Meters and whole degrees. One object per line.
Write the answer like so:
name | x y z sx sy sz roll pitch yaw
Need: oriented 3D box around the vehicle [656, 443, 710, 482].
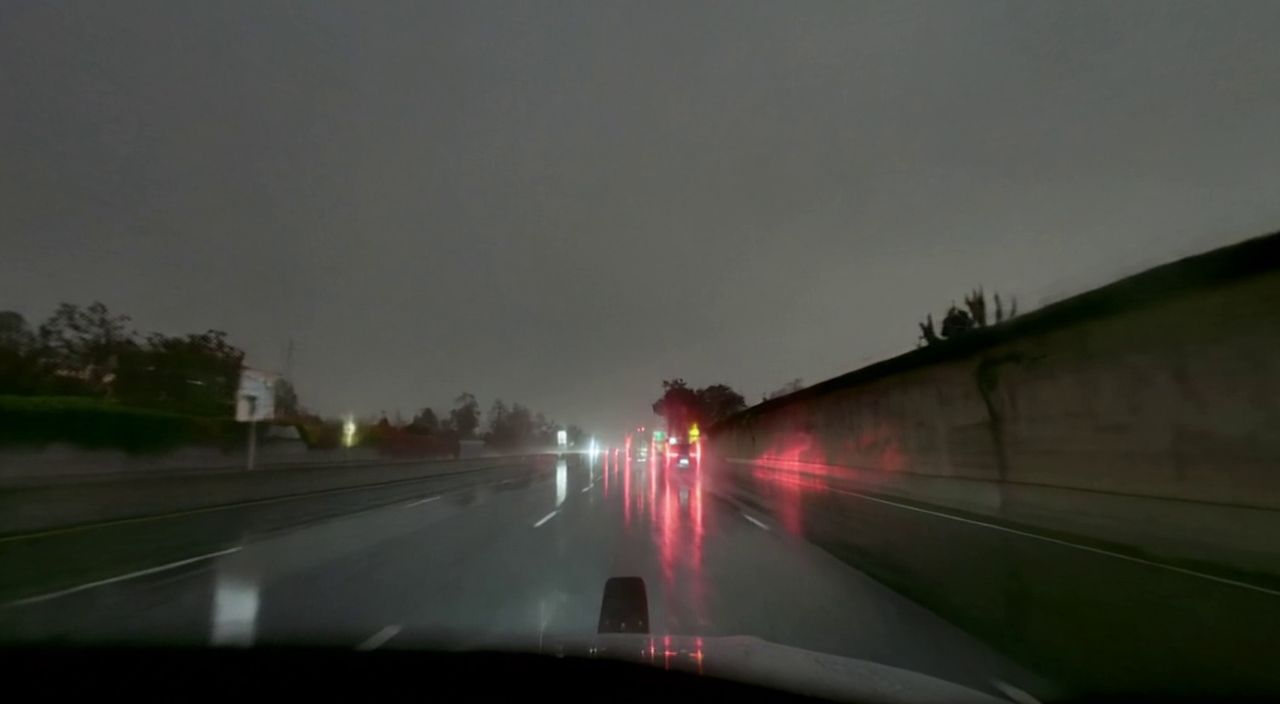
vehicle | 1.815 4.874 27.972 1.973 1.536 4.337 0 -9 -1
